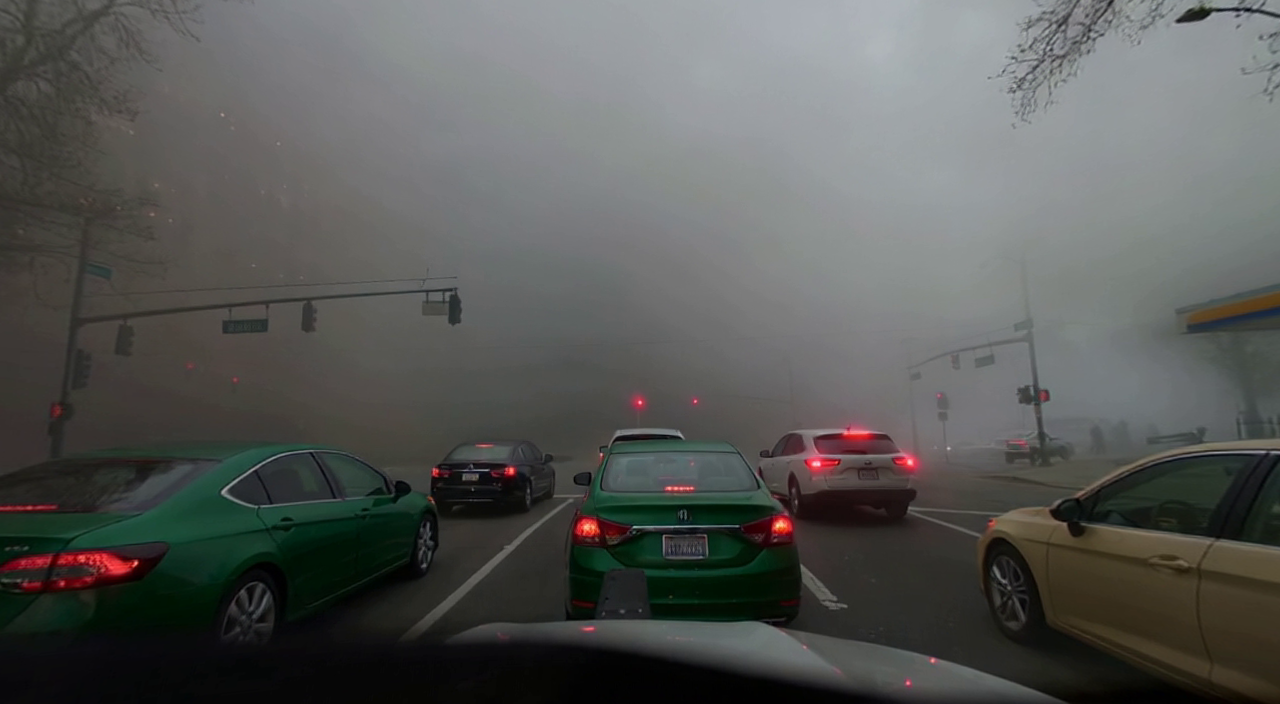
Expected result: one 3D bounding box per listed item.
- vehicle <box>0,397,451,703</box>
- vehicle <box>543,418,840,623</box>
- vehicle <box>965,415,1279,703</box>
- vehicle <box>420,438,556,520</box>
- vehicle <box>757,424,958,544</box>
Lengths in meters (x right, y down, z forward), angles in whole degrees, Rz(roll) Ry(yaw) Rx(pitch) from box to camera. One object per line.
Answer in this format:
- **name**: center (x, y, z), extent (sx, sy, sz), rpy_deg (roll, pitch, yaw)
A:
- **vehicle**: center (-3.013, 1.249, 4.613), extent (1.887, 1.493, 4.255), rpy_deg (0, -9, 1)
- **vehicle**: center (0.330, 1.586, 6.940), extent (2.220, 1.507, 4.317), rpy_deg (0, -9, -2)
- **vehicle**: center (4.174, 1.136, 3.610), extent (1.950, 1.497, 4.686), rpy_deg (0, -9, -3)
- **vehicle**: center (-3.078, 2.648, 13.708), extent (1.867, 1.474, 4.237), rpy_deg (0, -9, 1)
- **vehicle**: center (3.378, 2.132, 10.793), extent (1.947, 1.630, 4.127), rpy_deg (0, -9, 0)
